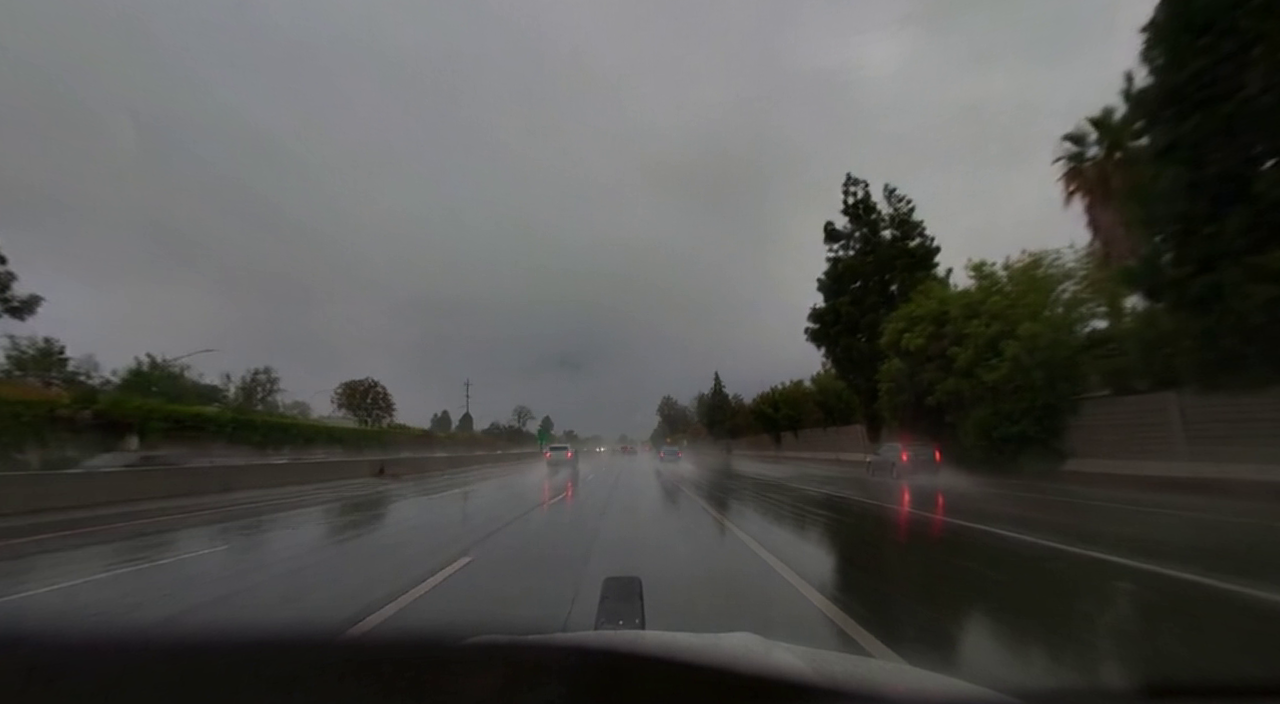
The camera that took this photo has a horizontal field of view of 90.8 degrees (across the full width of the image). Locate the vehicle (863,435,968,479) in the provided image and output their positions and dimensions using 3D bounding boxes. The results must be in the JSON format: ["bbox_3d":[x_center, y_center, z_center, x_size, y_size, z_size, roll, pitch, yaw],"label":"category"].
[{"bbox_3d":[12.287,4.728,28.656,2.344,1.783,5.196,0,-9,-1],"label":"vehicle"}]

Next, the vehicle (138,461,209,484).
[{"bbox_3d":[-34.780,8.971,47.282,1.790,1.457,4.736,0,-9,-1],"label":"vehicle"}]

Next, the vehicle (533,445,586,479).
[{"bbox_3d":[-3.889,5.383,31.196,2.052,1.510,4.301,0,-9,0],"label":"vehicle"}]

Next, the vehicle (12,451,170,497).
[{"bbox_3d":[-20.070,4.441,23.414,1.833,1.519,4.471,0,-9,0],"label":"vehicle"}]
